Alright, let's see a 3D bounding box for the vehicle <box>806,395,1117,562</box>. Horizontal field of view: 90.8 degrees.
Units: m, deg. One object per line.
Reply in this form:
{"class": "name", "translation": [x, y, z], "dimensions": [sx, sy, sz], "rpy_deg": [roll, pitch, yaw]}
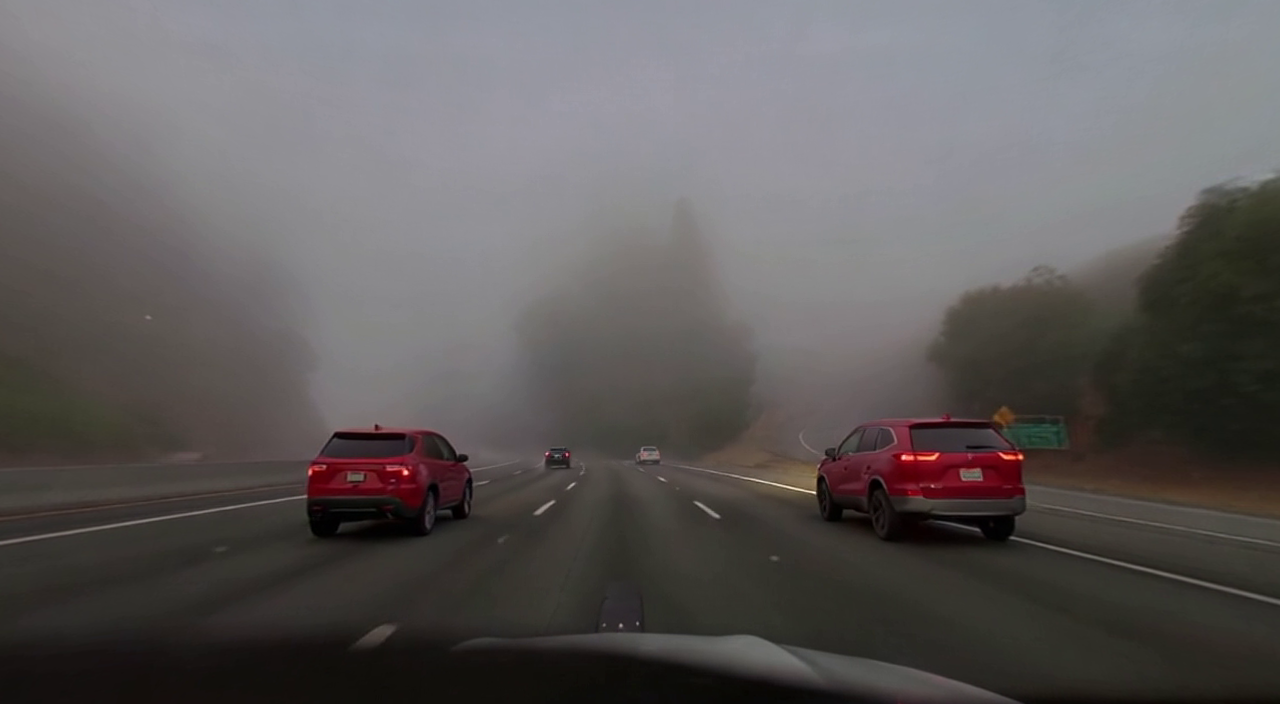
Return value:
{"class": "vehicle", "translation": [4.340, 1.820, 9.738], "dimensions": [2.103, 1.903, 4.837], "rpy_deg": [0, -9, -2]}

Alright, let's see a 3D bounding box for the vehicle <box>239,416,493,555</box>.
{"class": "vehicle", "translation": [-4.079, 2.080, 10.520], "dimensions": [2.213, 1.766, 4.598], "rpy_deg": [0, -9, -1]}
